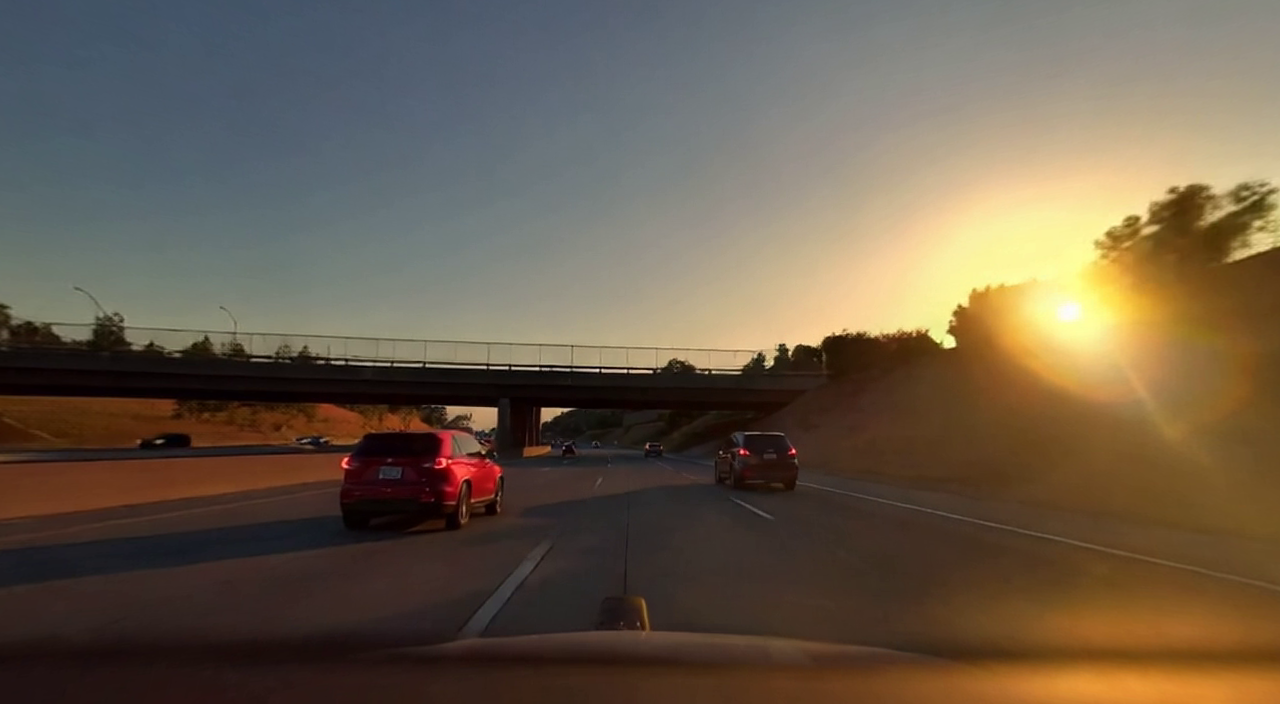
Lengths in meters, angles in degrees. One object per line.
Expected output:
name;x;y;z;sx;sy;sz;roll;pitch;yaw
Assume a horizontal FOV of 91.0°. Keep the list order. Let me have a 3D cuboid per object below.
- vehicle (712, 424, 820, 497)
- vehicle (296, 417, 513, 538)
vehicle;3.509;3.142;18.568;2.153;1.860;4.689;0;-8;-1
vehicle;-3.898;2.168;11.502;2.214;1.743;4.465;0;-8;0
